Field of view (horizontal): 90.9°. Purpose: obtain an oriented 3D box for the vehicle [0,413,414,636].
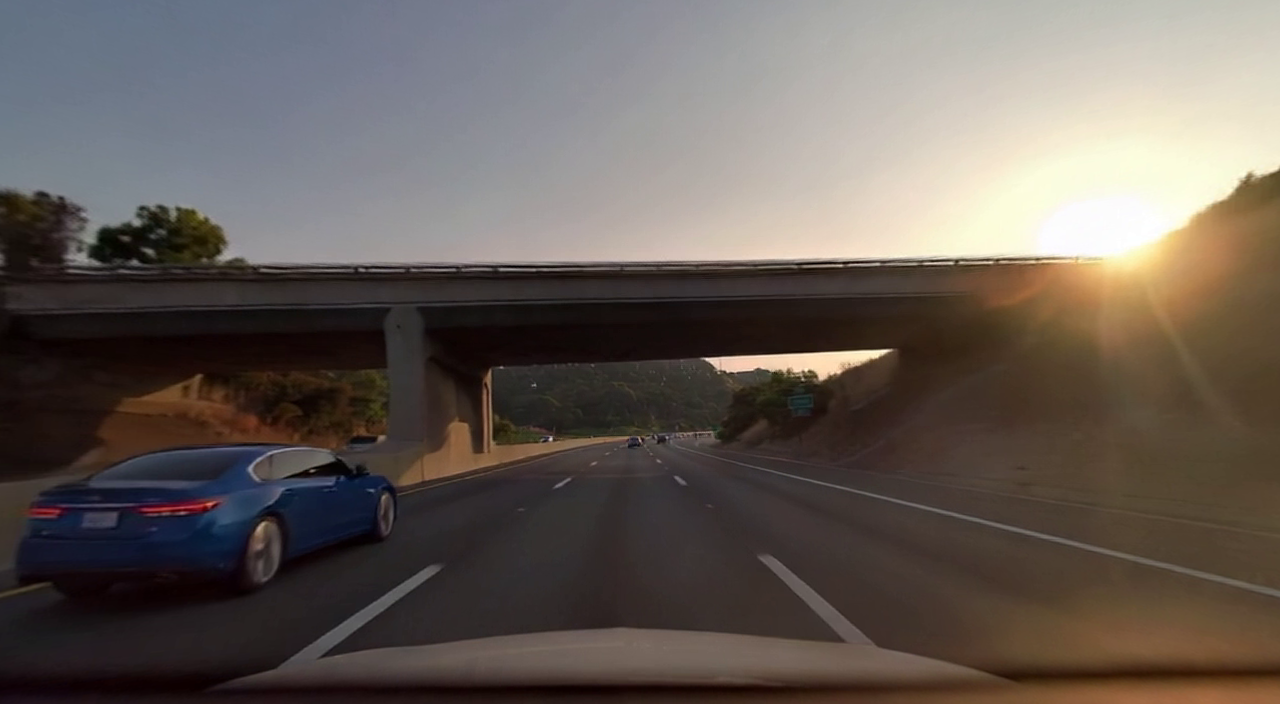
[{"bbox_3d":[-4.010,1.431,6.319,1.981,1.475,4.084,0,-8,0],"label":"vehicle"}]
